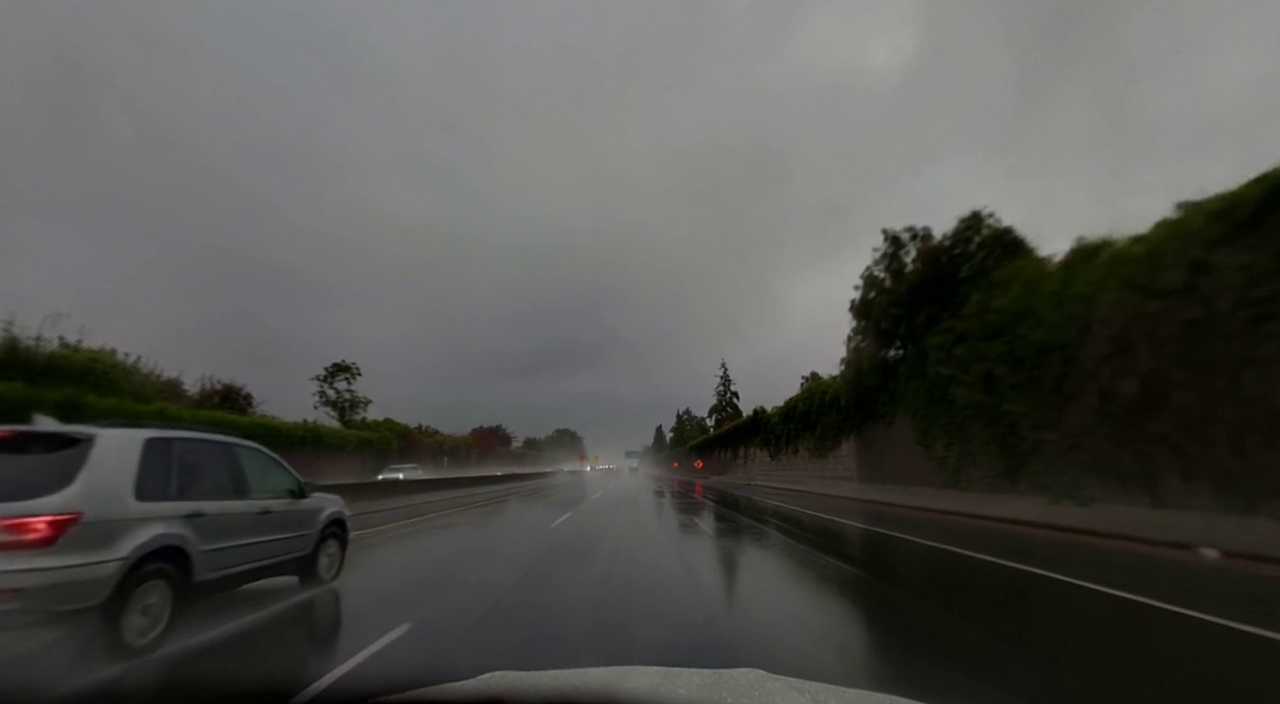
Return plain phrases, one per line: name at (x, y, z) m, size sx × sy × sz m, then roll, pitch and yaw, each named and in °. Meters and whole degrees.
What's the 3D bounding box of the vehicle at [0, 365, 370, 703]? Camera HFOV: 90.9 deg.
vehicle at (-4.291, 1.262, 4.935) m, size 2.178 × 1.736 × 4.847 m, roll 1°, pitch -10°, yaw 0°
